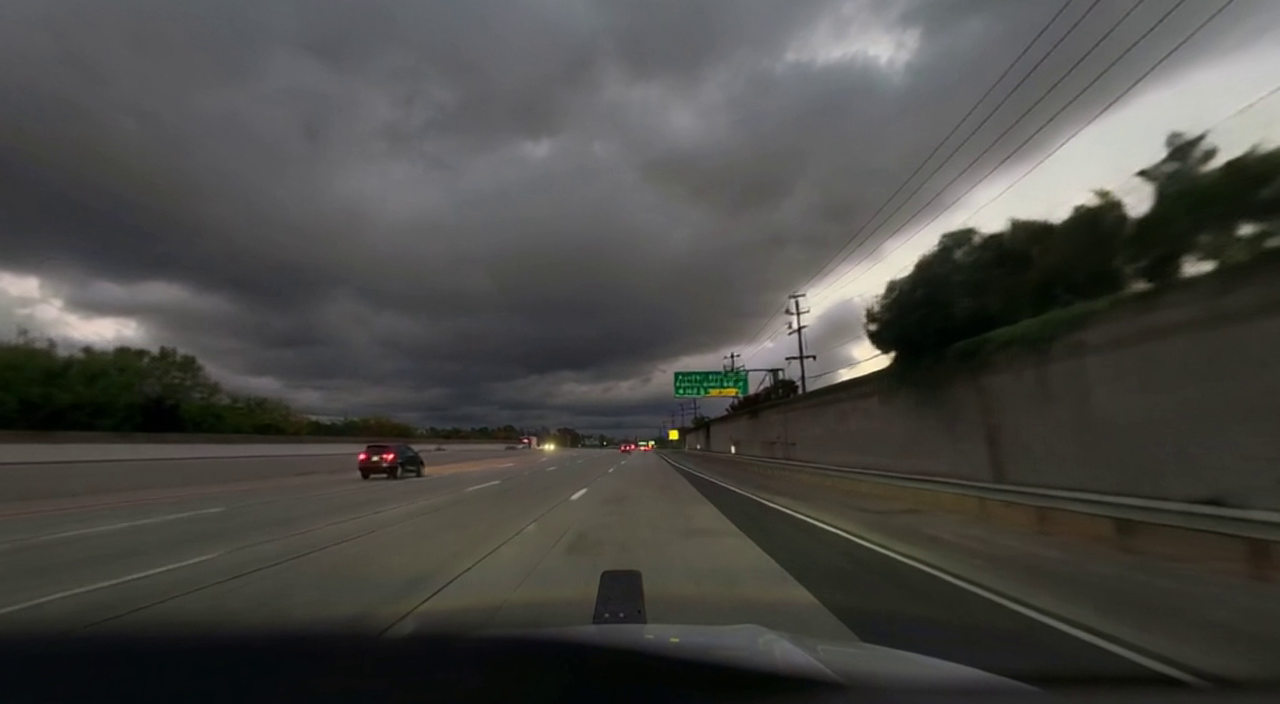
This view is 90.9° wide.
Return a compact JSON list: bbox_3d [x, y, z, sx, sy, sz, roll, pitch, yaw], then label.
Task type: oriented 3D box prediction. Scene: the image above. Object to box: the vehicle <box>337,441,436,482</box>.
[{"bbox_3d":[-10.094,4.368,25.546,2.056,1.476,4.562,0,-8,1],"label":"vehicle"}]
